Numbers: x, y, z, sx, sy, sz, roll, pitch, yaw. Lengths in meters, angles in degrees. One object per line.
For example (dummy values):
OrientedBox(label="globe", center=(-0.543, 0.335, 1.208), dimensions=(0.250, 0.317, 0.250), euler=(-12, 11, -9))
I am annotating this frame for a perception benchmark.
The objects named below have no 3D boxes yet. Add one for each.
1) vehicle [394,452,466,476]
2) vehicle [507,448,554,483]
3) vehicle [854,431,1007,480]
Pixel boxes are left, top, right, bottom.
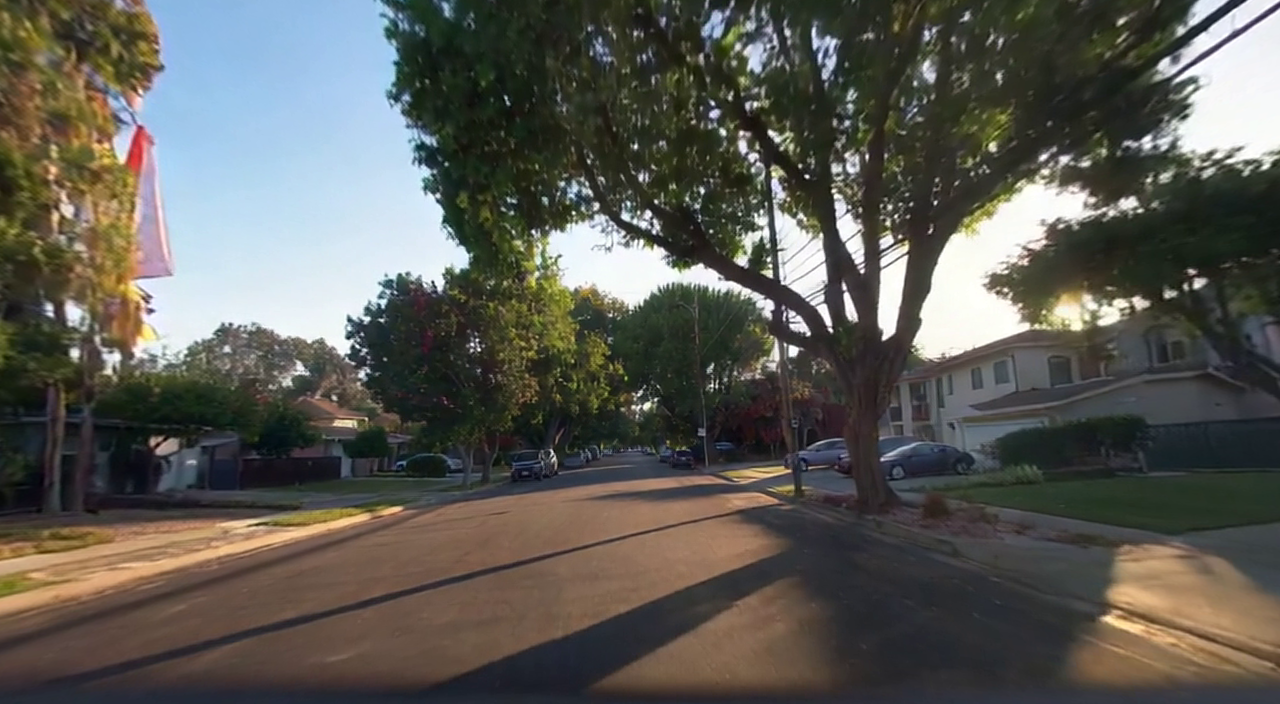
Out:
OrientedBox(label="vehicle", center=(-16.299, 8.719, 49.214), dimensions=(4.706, 1.681, 2.389), euler=(-2, -9, 5))
OrientedBox(label="vehicle", center=(-6.314, 6.575, 36.846), dimensions=(2.035, 1.736, 3.955), euler=(-2, -7, -1))
OrientedBox(label="vehicle", center=(11.014, 3.951, 24.236), dimensions=(4.782, 1.748, 2.106), euler=(0, -9, 1))
